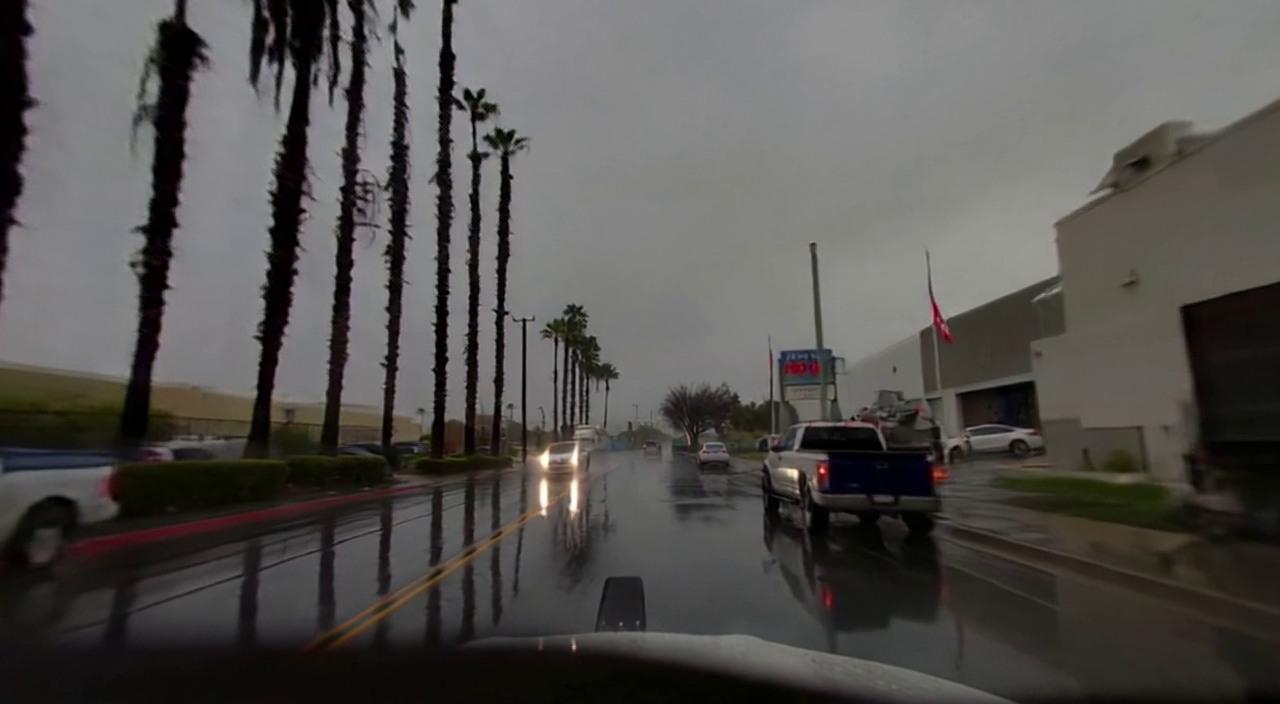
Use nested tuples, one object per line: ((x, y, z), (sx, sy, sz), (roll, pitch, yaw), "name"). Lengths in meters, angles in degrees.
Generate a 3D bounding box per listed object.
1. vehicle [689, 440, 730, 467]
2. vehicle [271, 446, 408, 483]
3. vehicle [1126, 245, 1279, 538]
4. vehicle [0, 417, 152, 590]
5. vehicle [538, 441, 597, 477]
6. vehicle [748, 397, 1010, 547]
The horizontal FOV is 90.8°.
((4.451, 6.544, 41.029), (2.111, 1.611, 4.576), (0, -8, 0), "vehicle")
((-13.683, 5.138, 28.977), (5.187, 1.563, 2.095), (0, -8, 1), "vehicle")
((8.156, 0.191, 5.166), (2.993, 3.033, 6.781), (-1, -8, 2), "vehicle")
((-7.939, 1.585, 6.199), (2.105, 1.836, 5.338), (-3, -9, -1), "vehicle")
((-3.242, 4.877, 29.138), (2.033, 1.492, 4.477), (-1, -8, 2), "vehicle")
((3.699, 2.043, 11.507), (2.345, 1.969, 6.070), (0, -8, -1), "vehicle")
